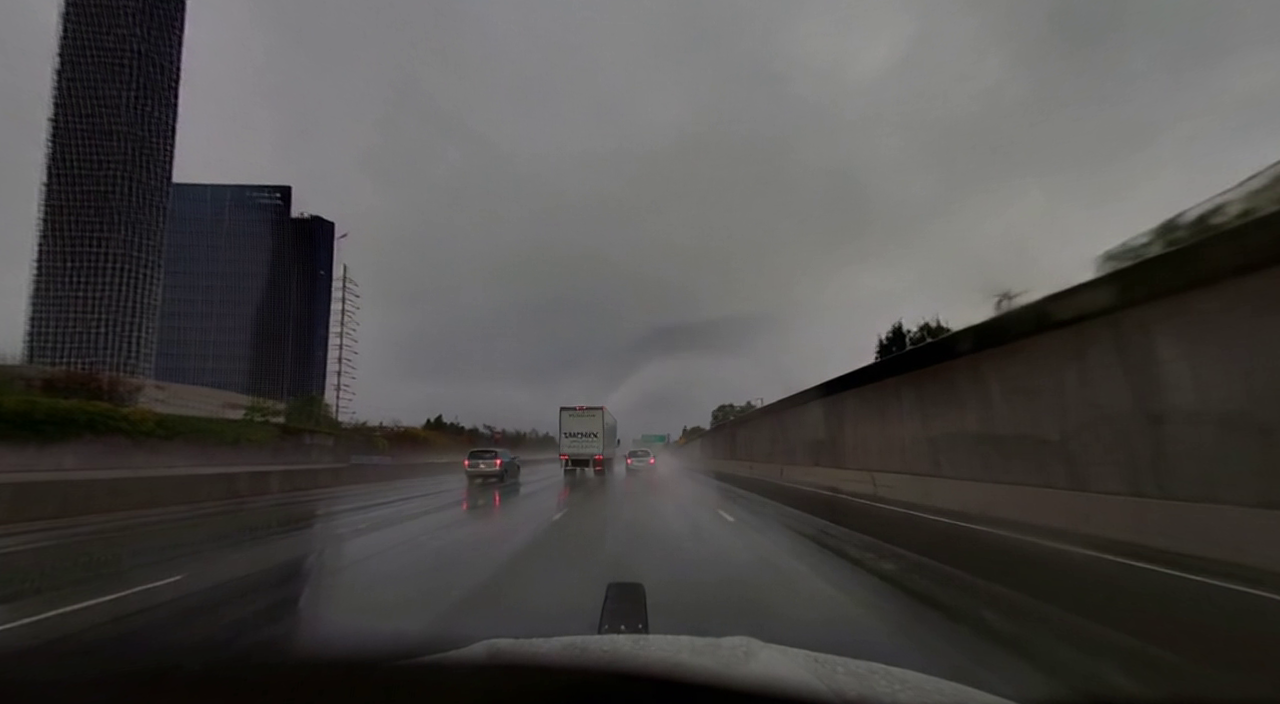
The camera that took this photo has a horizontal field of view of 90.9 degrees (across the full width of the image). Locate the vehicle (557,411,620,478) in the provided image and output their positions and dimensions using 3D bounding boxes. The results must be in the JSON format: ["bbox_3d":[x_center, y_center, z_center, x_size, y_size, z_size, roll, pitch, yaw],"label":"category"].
[{"bbox_3d":[-2.781,5.435,36.899,2.794,3.460,8.595,0,-9,1],"label":"vehicle"}]

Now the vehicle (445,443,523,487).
[{"bbox_3d":[-6.521,4.775,26.918,2.124,1.674,4.541,0,-9,0],"label":"vehicle"}]

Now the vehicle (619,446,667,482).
[{"bbox_3d":[0.138,5.289,30.097,2.168,1.597,3.615,0,-9,1],"label":"vehicle"}]
